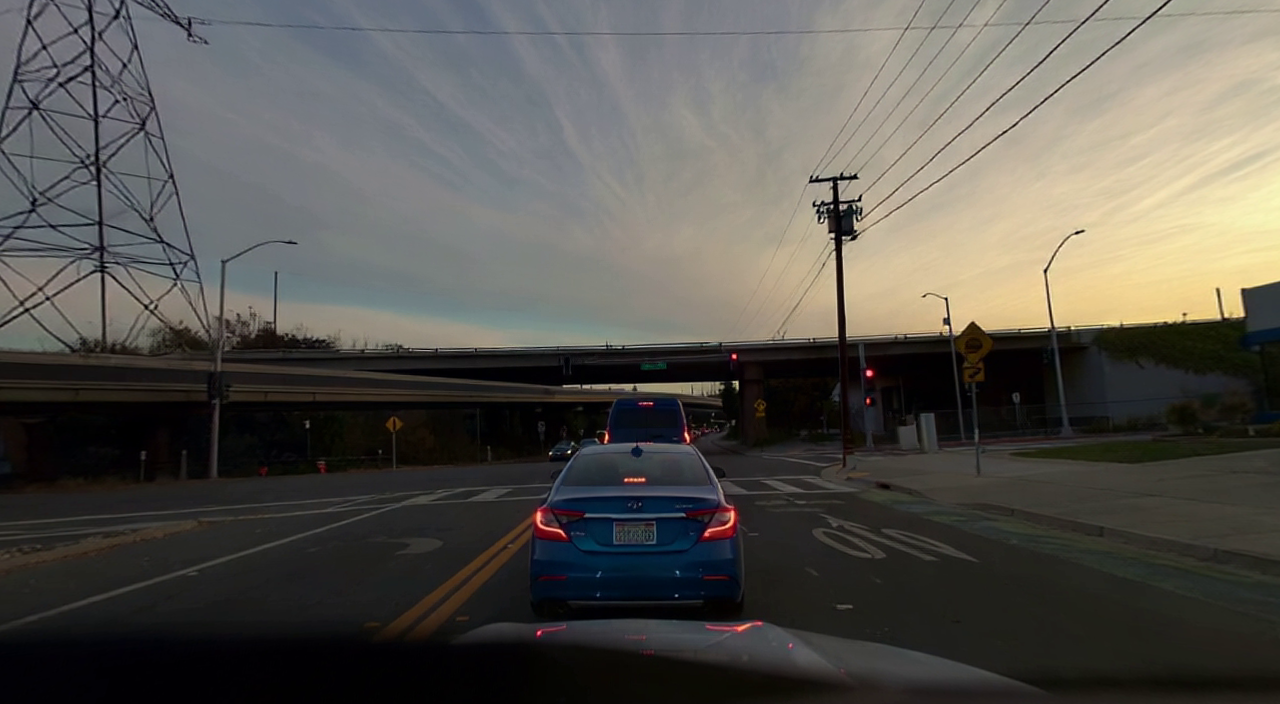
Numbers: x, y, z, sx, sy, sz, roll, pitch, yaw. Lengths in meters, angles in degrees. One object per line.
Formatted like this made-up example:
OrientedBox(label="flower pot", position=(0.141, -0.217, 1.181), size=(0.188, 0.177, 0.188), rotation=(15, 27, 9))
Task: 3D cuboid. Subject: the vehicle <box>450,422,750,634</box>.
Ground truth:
OrientedBox(label="vehicle", position=(-0.244, 1.534, 6.475), size=(2.090, 1.458, 4.033), rotation=(-1, -9, 1))
